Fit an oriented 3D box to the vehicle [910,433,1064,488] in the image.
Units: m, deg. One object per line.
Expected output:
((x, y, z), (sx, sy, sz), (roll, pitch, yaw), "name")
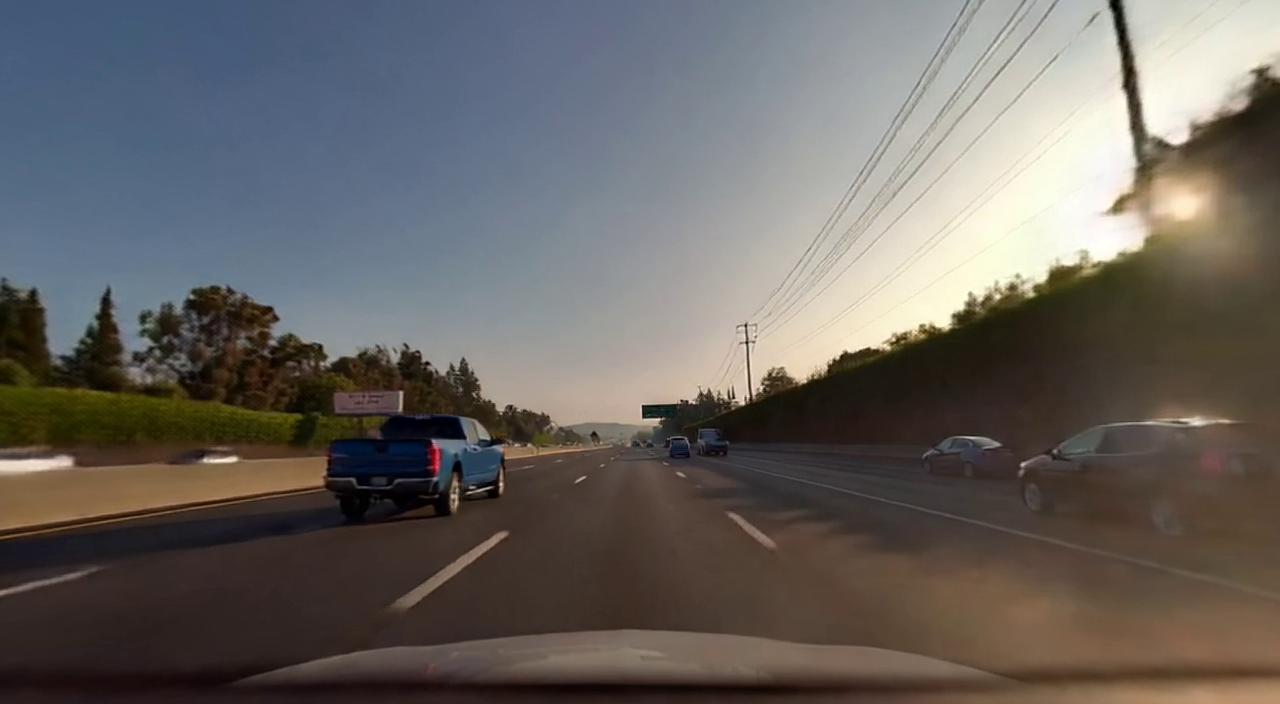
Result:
((10.566, 3.330, 19.670), (2.076, 1.470, 4.644), (0, -8, -1), "vehicle")

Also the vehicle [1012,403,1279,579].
((6.982, 1.582, 7.800), (1.976, 1.646, 4.370), (0, -8, -1), "vehicle")

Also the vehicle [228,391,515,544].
((-4.208, 1.998, 11.566), (2.508, 2.023, 6.176), (0, -8, 0), "vehicle")

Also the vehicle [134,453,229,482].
((-25.823, 6.489, 35.674), (1.926, 1.484, 4.595), (0, -8, 0), "vehicle")
